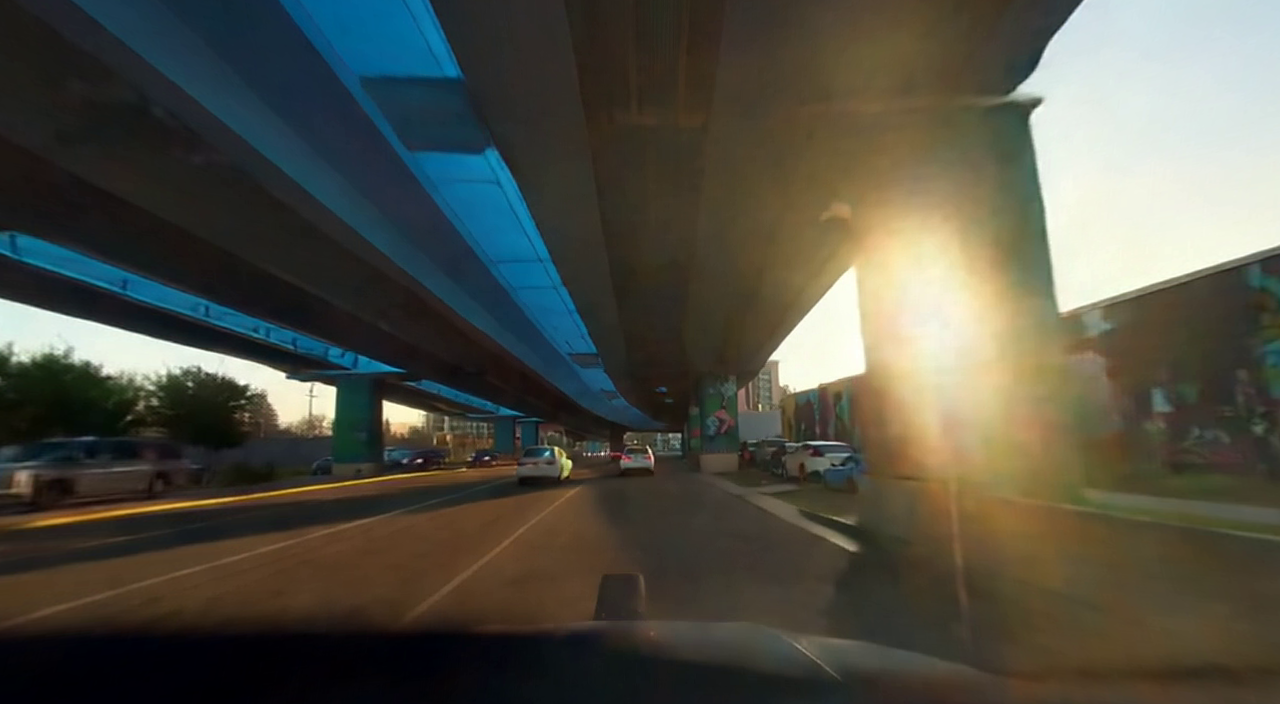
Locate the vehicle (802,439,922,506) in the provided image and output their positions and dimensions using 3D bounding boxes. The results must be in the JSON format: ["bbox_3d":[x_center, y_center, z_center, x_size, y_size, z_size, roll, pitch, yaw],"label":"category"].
[{"bbox_3d":[6.011,3.295,17.683,2.023,1.627,3.971,0,-9,2],"label":"vehicle"}]

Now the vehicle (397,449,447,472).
[{"bbox_3d":[-16.590,8.246,48.317,2.056,1.643,4.362,-1,-8,4],"label":"vehicle"}]

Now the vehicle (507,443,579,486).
[{"bbox_3d":[-3.704,4.389,25.045,2.024,1.533,4.549,0,-8,2],"label":"vehicle"}]

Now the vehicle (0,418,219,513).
[{"bbox_3d":[-18.213,3.694,21.202,3.082,2.608,6.994,0,-8,2],"label":"vehicle"}]

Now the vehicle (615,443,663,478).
[{"bbox_3d":[-0.013,5.191,30.412,2.155,1.571,3.734,0,-8,0],"label":"vehicle"}]
